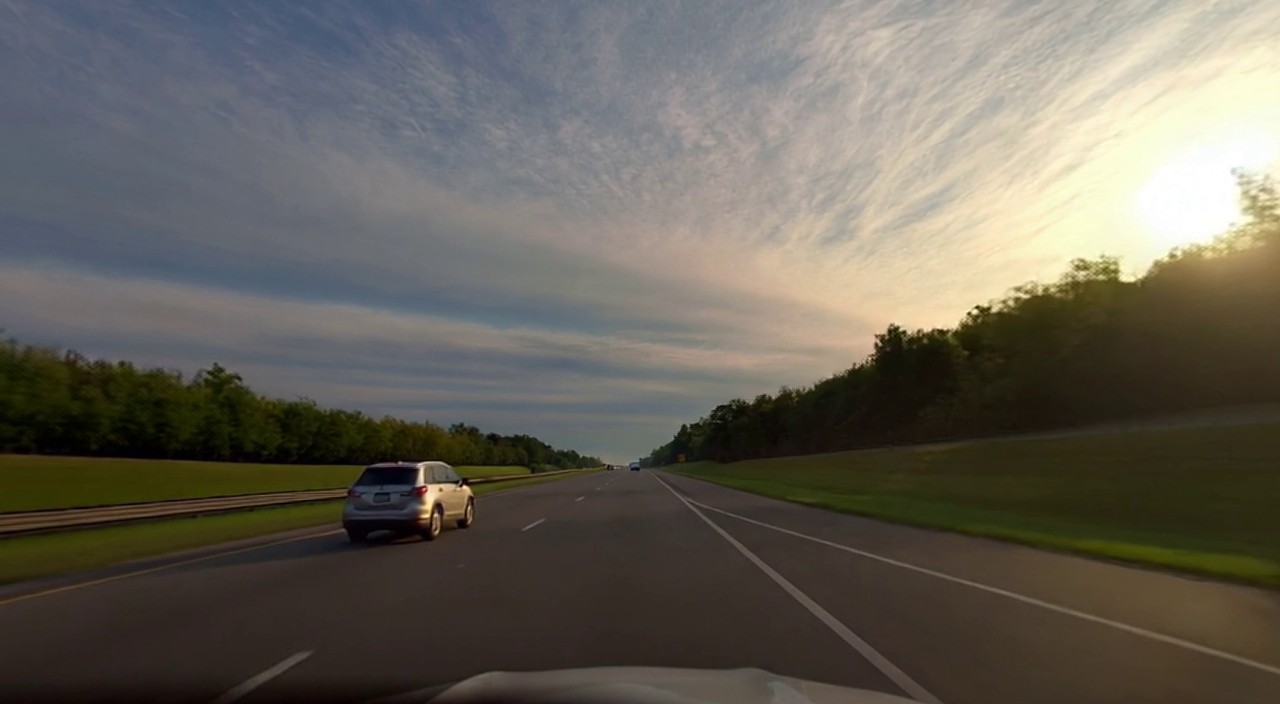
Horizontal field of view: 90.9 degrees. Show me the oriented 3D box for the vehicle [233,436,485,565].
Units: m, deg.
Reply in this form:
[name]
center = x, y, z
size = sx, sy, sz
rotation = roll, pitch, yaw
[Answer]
[vehicle]
center = -4.169, 2.331, 10.484
size = 1.928, 1.593, 4.871
rotation = 1, -10, 0
